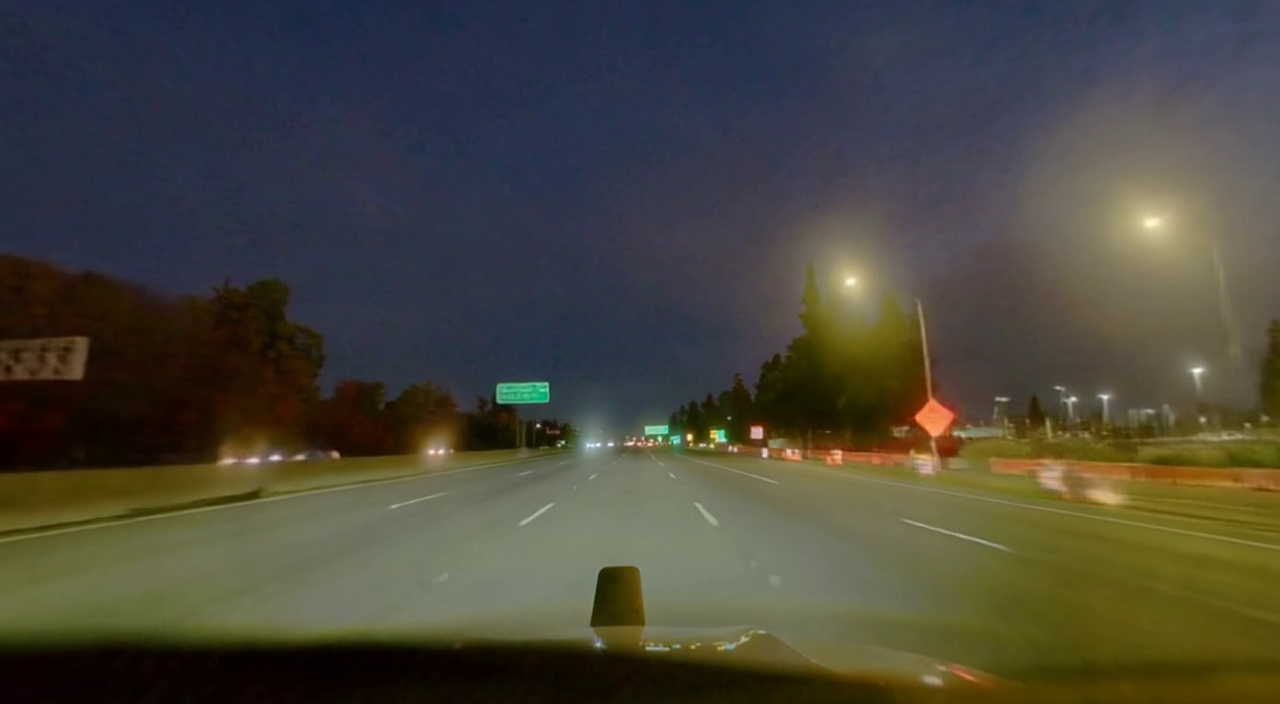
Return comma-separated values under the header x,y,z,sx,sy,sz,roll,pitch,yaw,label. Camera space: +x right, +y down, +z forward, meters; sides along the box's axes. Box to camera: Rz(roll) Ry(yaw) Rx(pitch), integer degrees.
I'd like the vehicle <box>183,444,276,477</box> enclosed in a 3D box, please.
x,y,z,sx,sy,sz,roll,pitch,yaw,label
-22.262,5.876,34.425,2.008,1.685,4.516,0,-9,0,vehicle

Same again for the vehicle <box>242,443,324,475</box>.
x,y,z,sx,sy,sz,roll,pitch,yaw,label
-18.680,5.595,33.177,1.895,1.593,4.166,0,-9,0,vehicle
